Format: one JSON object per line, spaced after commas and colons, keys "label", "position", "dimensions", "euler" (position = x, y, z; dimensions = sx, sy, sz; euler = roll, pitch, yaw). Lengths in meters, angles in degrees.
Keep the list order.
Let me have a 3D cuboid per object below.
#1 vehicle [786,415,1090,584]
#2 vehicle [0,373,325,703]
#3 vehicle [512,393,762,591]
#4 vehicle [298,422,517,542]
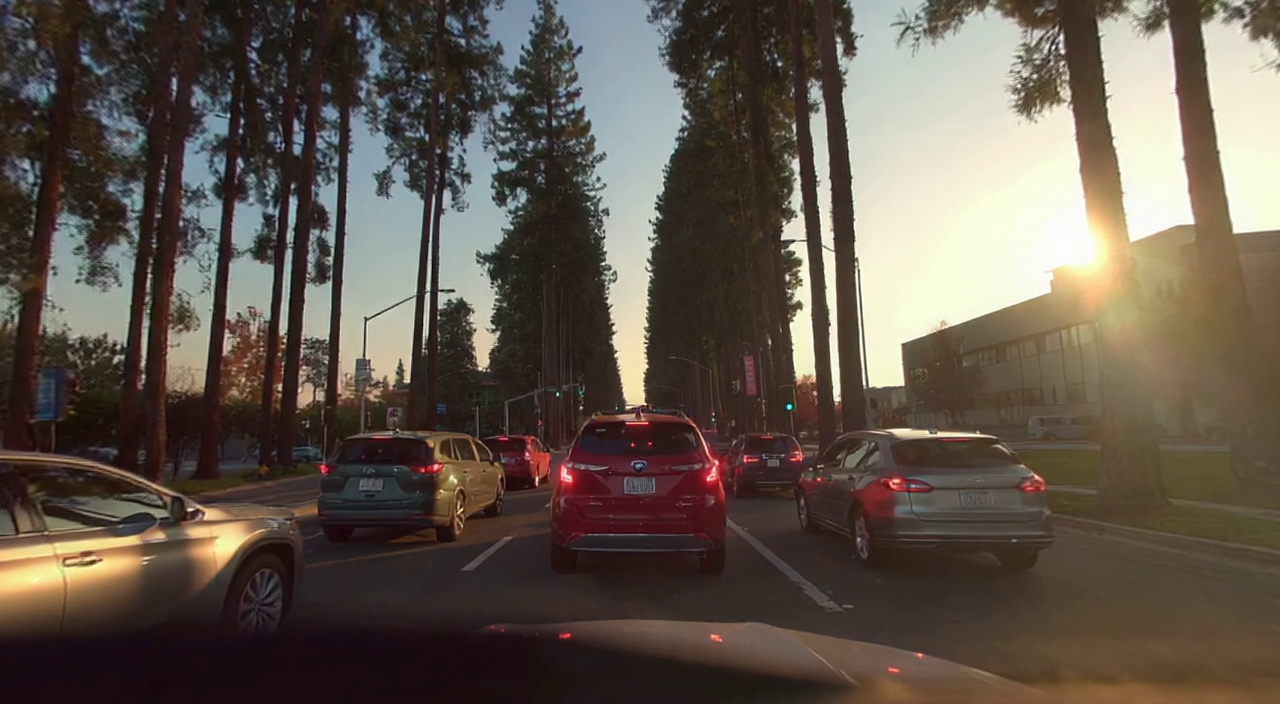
{"label": "vehicle", "position": [3.263, 1.671, 7.857], "dimensions": [1.922, 1.579, 3.642], "euler": [0, -8, -1]}
{"label": "vehicle", "position": [-3.772, 0.998, 3.307], "dimensions": [1.929, 1.641, 4.193], "euler": [0, -8, 2]}
{"label": "vehicle", "position": [-0.006, 1.532, 7.657], "dimensions": [2.193, 1.744, 4.033], "euler": [0, -8, 1]}
{"label": "vehicle", "position": [-3.647, 2.113, 10.925], "dimensions": [2.042, 1.641, 4.314], "euler": [0, -8, 1]}
